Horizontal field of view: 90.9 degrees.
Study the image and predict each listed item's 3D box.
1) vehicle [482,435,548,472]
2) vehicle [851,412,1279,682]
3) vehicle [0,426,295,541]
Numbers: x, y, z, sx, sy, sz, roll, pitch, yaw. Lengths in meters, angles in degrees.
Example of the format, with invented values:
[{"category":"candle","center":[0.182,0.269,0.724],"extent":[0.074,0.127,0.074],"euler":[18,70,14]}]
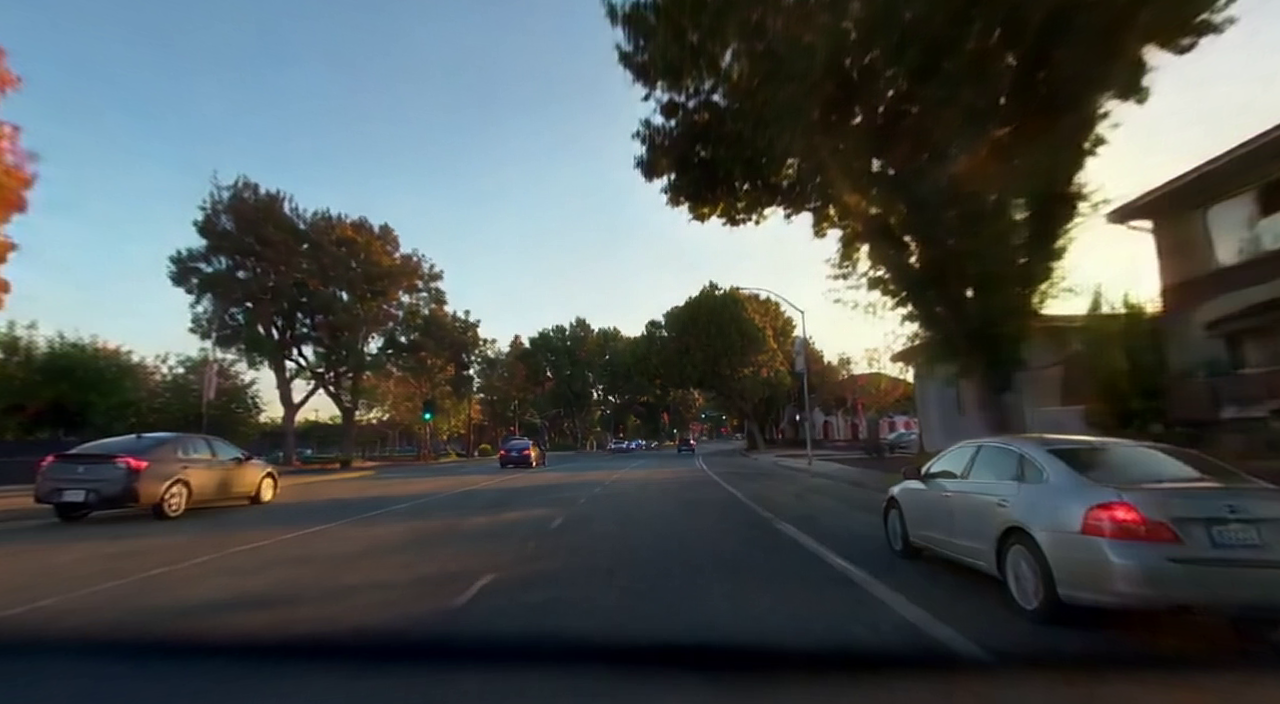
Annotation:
[{"category":"vehicle","center":[-5.809,4.769,29.846],"extent":[1.988,1.597,4.404],"euler":[-1,-8,4]},{"category":"vehicle","center":[3.746,1.435,5.931],"extent":[2.003,1.494,4.705],"euler":[0,-8,1]},{"category":"vehicle","center":[-8.139,2.132,10.913],"extent":[1.951,1.554,4.444],"euler":[0,-8,-3]}]
